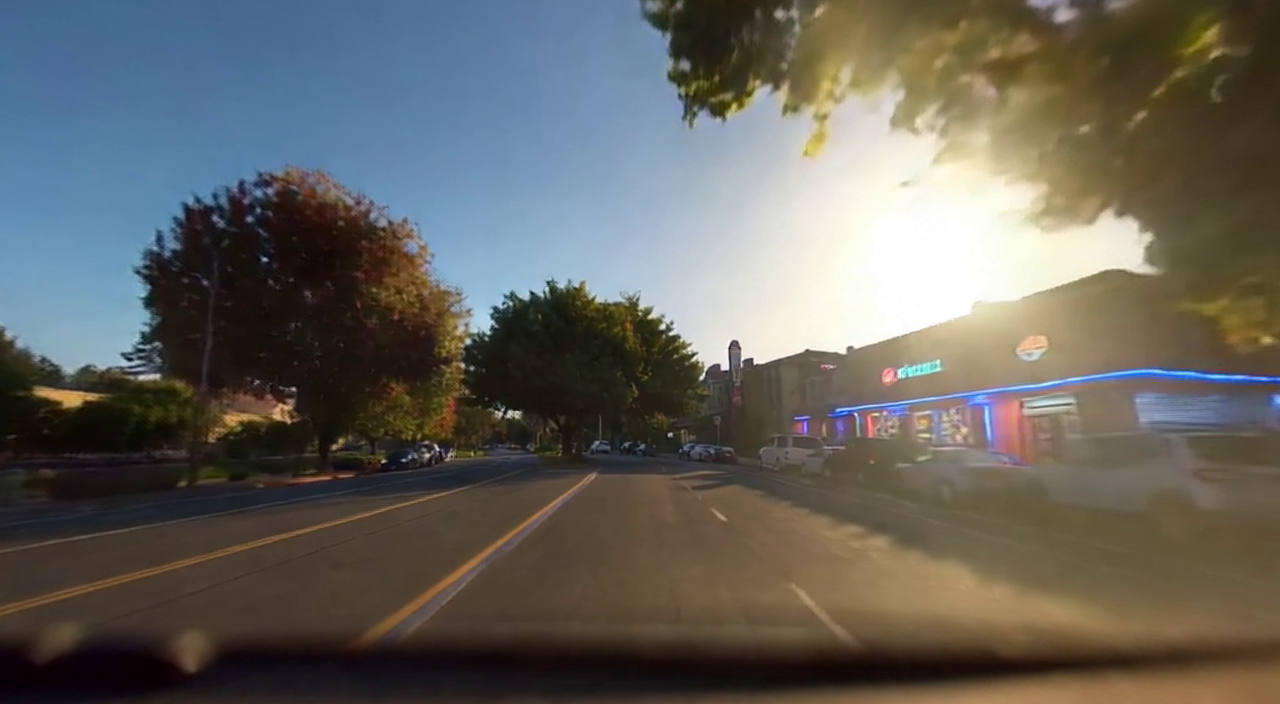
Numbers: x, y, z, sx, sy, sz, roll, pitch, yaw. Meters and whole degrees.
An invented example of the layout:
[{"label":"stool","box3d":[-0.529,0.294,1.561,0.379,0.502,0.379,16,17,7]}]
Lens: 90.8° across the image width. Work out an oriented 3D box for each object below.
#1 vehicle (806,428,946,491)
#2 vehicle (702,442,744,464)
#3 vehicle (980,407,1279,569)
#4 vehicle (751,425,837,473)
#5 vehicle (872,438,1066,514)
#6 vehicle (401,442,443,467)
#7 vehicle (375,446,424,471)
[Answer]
[{"label":"vehicle","box3d":[7.515,3.495,20.854,2.425,1.818,5.028,0,-9,-3]},{"label":"vehicle","box3d":[6.030,7.407,46.509,1.872,1.515,4.799,1,-9,-8]},{"label":"vehicle","box3d":[7.599,1.821,9.313,2.095,1.693,5.173,0,-9,-2]},{"label":"vehicle","box3d":[7.425,4.823,31.351,2.543,2.114,5.984,0,-9,-2]},{"label":"vehicle","box3d":[7.422,2.839,15.031,1.870,1.469,5.136,0,-9,0]},{"label":"vehicle","box3d":[-15.940,7.488,46.327,1.927,1.748,4.474,1,-9,-7]},{"label":"vehicle","box3d":[-15.587,6.905,41.186,2.027,1.470,4.550,1,-9,-8]}]
